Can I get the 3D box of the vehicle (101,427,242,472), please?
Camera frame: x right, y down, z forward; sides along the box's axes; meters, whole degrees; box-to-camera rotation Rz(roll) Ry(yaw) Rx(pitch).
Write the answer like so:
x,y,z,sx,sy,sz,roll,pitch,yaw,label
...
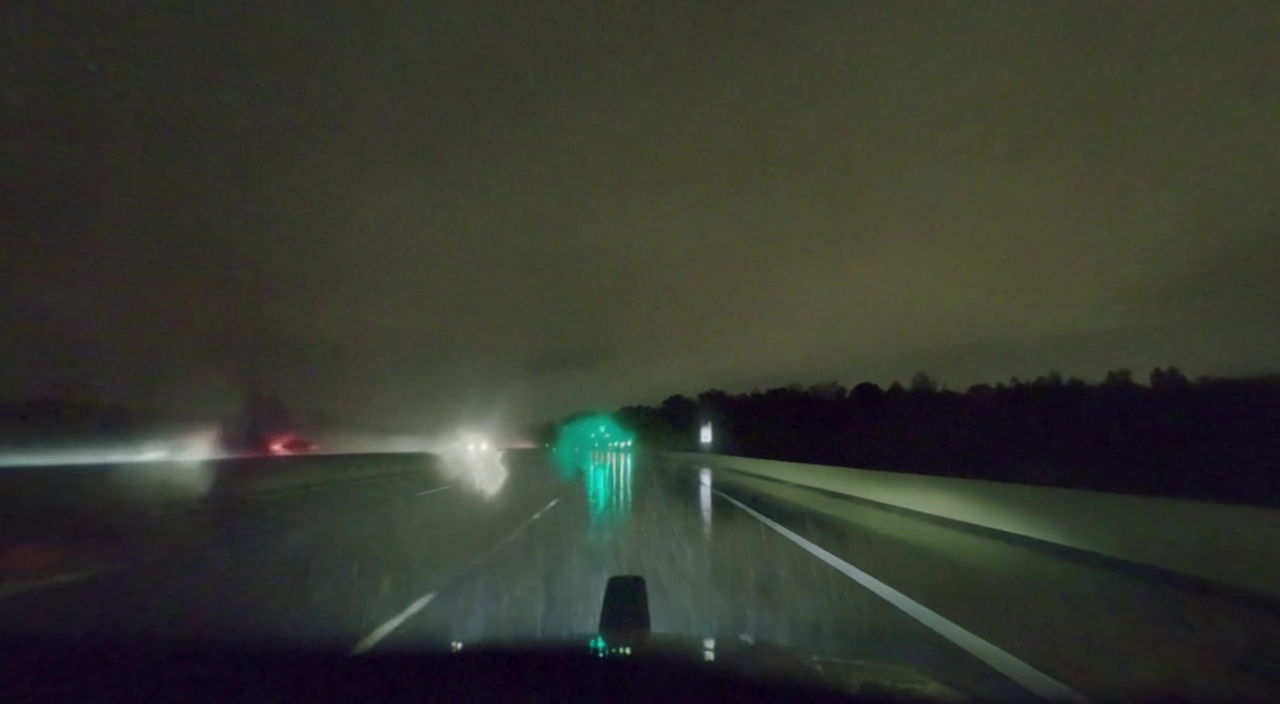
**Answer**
x,y,z,sx,sy,sz,roll,pitch,yaw,label
-17.469,3.681,23.739,2.032,1.520,4.280,0,-9,0,vehicle
